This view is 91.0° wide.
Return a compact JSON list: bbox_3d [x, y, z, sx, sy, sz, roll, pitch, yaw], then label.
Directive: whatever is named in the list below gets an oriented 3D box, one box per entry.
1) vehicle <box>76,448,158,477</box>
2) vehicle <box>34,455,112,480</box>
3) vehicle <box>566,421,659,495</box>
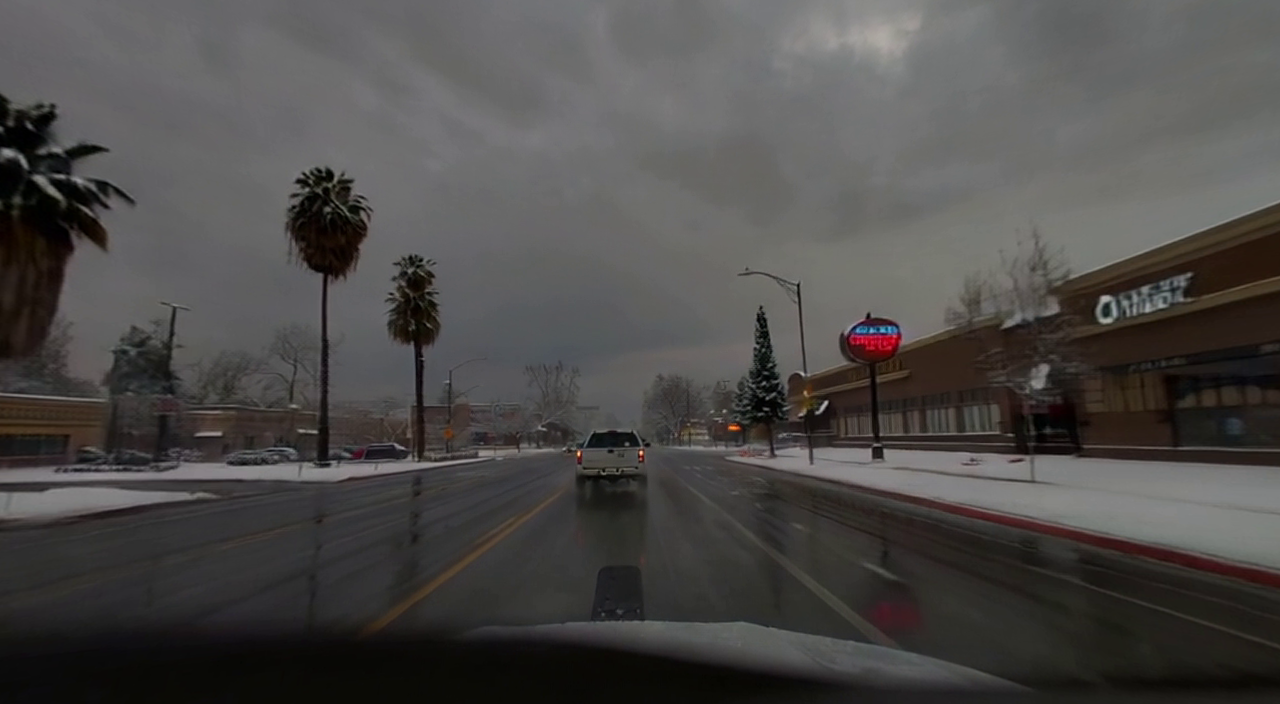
[{"bbox_3d":[-34.835,7.335,42.075,2.013,1.785,4.331,1,-8,-5],"label":"vehicle"},{"bbox_3d":[-37.660,7.671,41.926,1.685,1.466,3.858,0,-8,-3],"label":"vehicle"},{"bbox_3d":[-0.691,2.854,17.287,2.239,1.763,4.096,0,-8,-1],"label":"vehicle"}]
